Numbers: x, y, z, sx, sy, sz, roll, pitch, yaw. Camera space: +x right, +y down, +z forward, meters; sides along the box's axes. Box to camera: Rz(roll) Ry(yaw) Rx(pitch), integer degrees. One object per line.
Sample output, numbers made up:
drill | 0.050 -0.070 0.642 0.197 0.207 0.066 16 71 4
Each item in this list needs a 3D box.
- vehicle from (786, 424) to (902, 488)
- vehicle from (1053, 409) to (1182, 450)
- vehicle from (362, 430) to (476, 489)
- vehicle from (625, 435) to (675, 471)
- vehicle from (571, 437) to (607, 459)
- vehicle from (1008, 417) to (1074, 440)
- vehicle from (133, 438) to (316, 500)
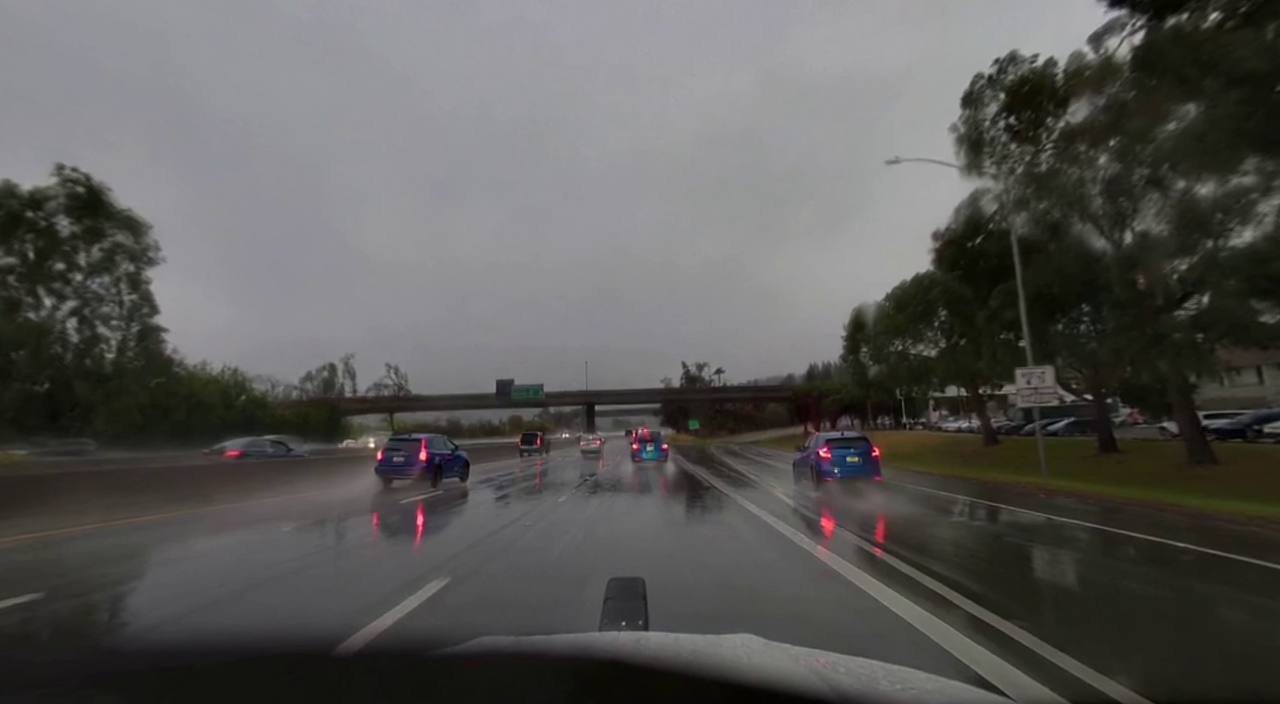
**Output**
vehicle | 5.900 3.078 18.894 2.095 1.674 4.530 0 -9 2
vehicle | 18.821 3.141 25.176 1.849 1.496 4.424 0 -9 3
vehicle | -6.967 3.436 20.458 2.067 1.682 4.388 0 -9 1
vehicle | 0.425 4.582 28.785 2.145 1.493 4.146 0 -9 0
vehicle | -3.376 6.498 42.739 2.056 1.405 4.273 0 -9 1
vehicle | 27.337 5.287 43.176 1.835 1.438 4.615 -1 -9 5
vehicle | -11.283 3.180 17.640 1.858 1.491 4.734 0 -9 1
